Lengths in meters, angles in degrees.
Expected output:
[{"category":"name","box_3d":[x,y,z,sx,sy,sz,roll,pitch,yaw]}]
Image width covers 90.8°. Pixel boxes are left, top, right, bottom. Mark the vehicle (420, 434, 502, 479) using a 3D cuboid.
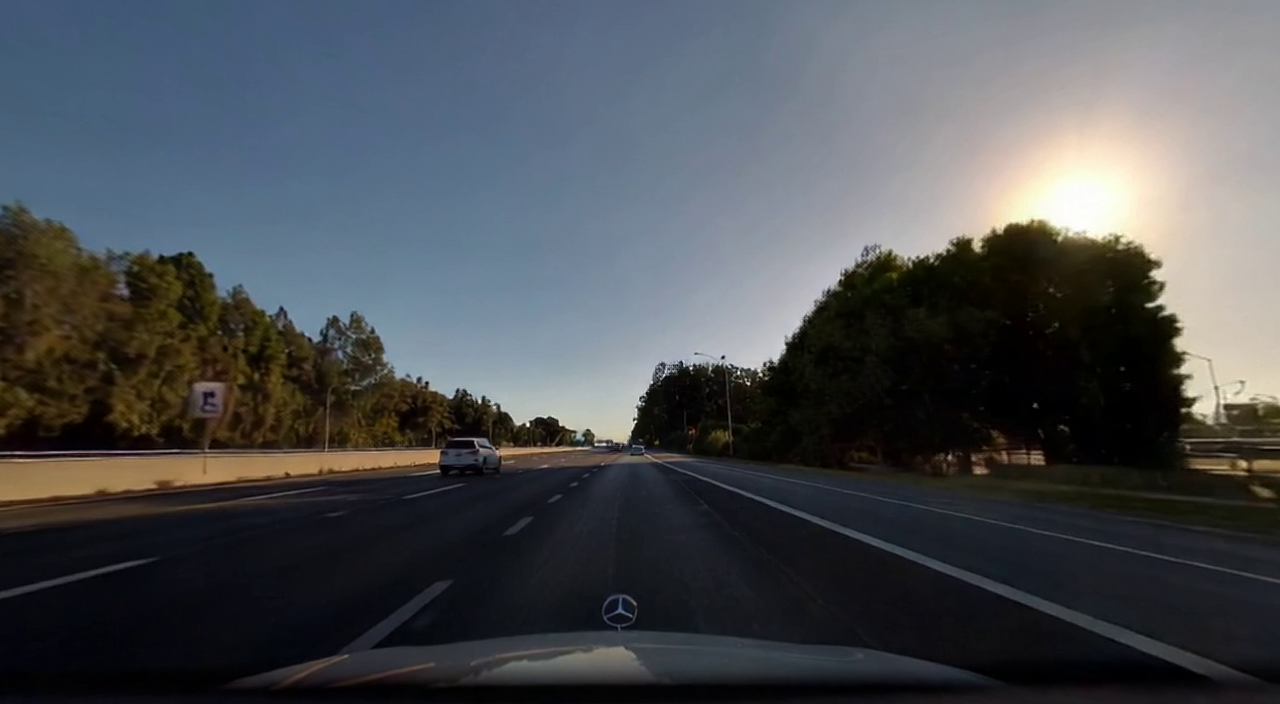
[{"category":"vehicle","box_3d":[-7.664,4.519,27.637,2.231,1.807,4.758,0,-8,0]}]
